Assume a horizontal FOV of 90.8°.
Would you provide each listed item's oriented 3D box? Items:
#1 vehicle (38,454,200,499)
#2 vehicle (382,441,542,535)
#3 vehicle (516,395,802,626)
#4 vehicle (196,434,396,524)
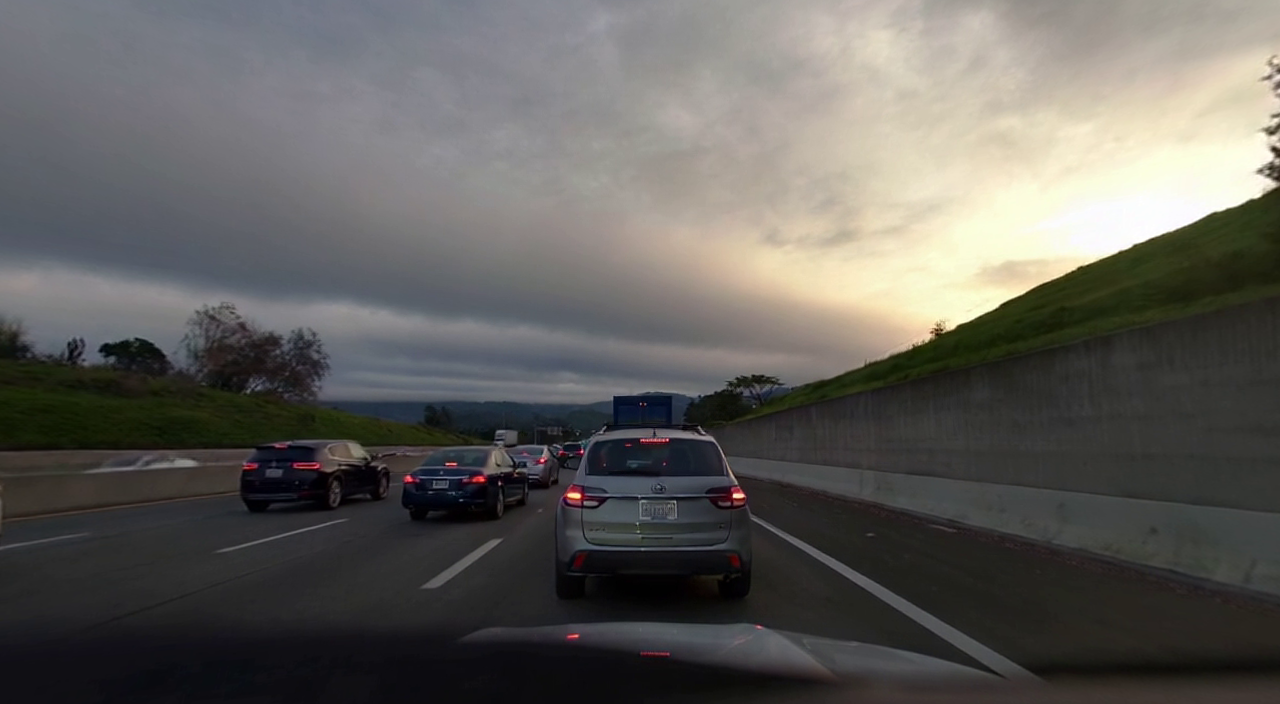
[{"bbox_3d":[-18.871,4.495,23.209,2.152,1.462,4.416,0,-9,1],"label":"vehicle"},{"bbox_3d":[-3.235,2.542,12.382,1.917,1.506,3.949,0,-9,1],"label":"vehicle"},{"bbox_3d":[0.105,1.635,7.614,2.210,1.760,5.303,0,-9,-1],"label":"vehicle"},{"bbox_3d":[-7.497,2.800,14.448,1.986,1.700,4.558,0,-9,0],"label":"vehicle"}]
